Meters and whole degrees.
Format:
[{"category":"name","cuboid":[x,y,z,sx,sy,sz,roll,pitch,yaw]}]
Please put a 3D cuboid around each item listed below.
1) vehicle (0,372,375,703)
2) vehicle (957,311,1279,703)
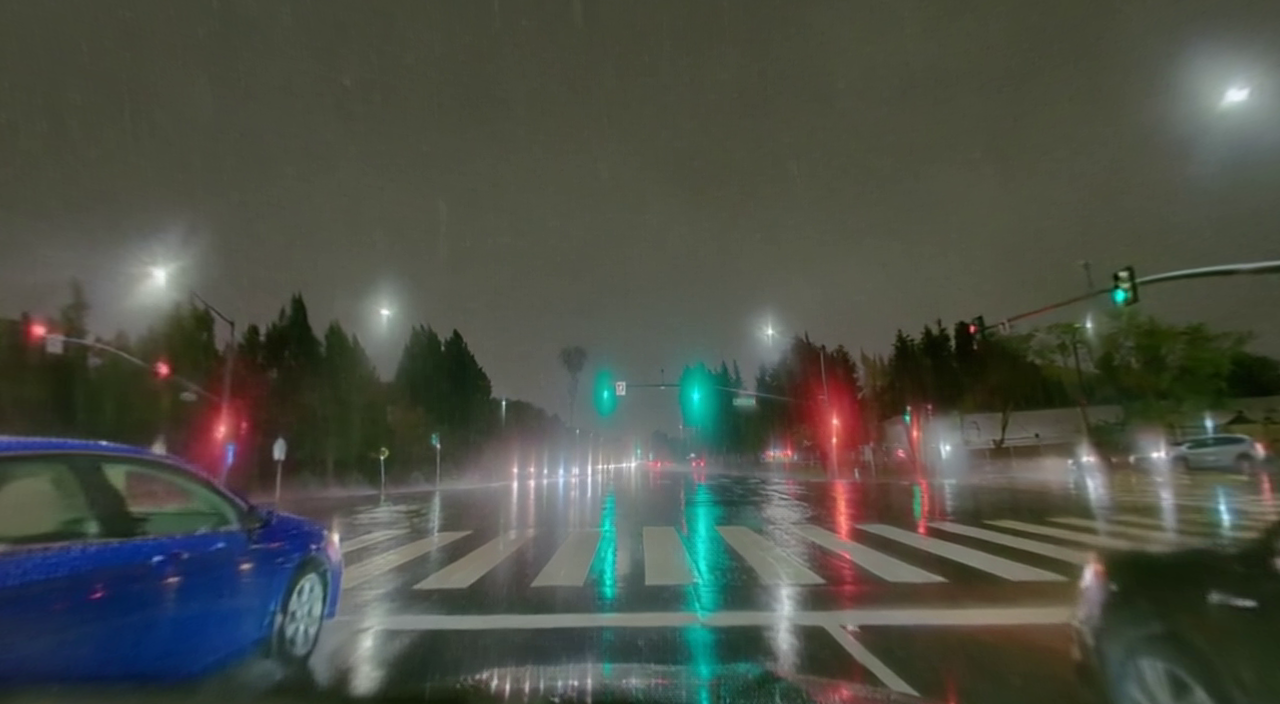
[{"category":"vehicle","cuboid":[-2.997,0.947,2.777,1.969,1.513,3.773,0,-9,1]},{"category":"vehicle","cuboid":[2.865,0.653,1.309,2.099,1.671,4.491,0,-9,1]}]
